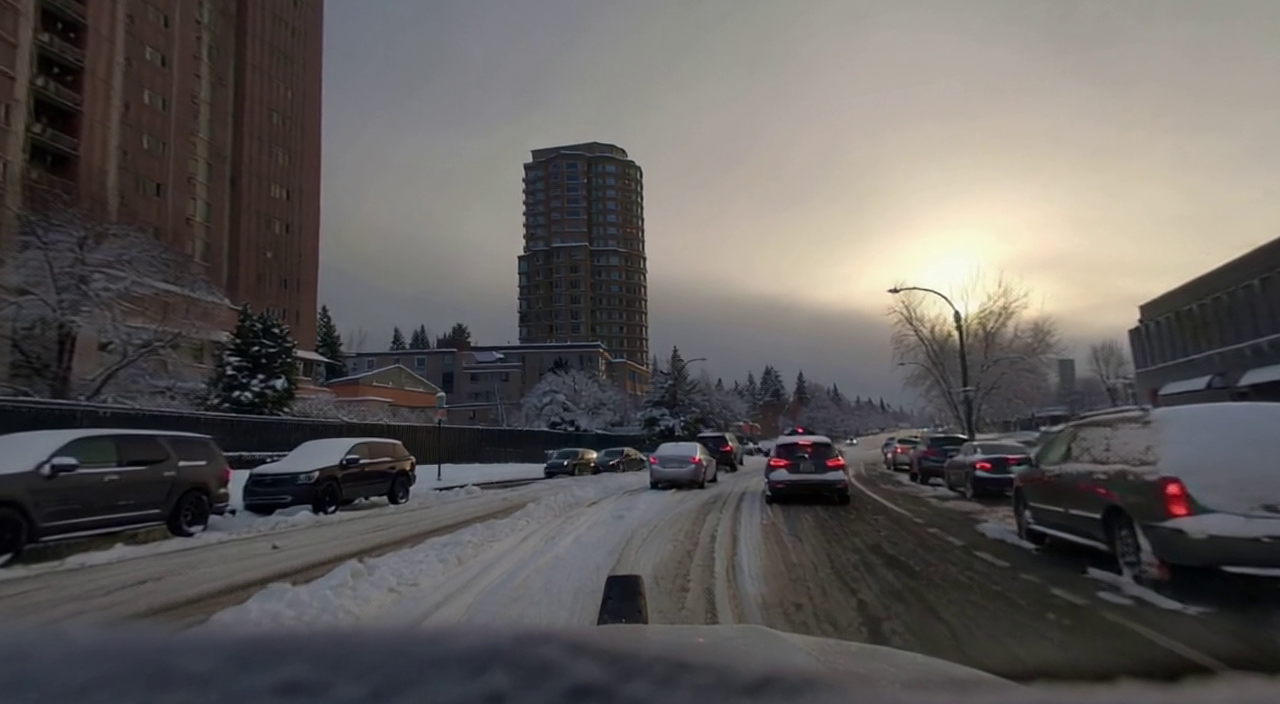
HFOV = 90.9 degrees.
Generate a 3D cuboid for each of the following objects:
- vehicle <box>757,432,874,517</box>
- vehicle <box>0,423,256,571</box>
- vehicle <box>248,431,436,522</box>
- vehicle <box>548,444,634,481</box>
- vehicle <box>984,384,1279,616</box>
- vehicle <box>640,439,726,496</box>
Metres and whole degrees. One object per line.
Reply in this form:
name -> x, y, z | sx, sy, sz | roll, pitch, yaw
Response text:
vehicle -> 3.599, 2.517, 13.544 | 1.982, 1.510, 4.144 | -2, -8, 11
vehicle -> -8.824, 2.083, 9.688 | 2.070, 1.854, 4.985 | -2, -8, 11
vehicle -> -7.427, 3.067, 16.318 | 1.934, 1.770, 4.546 | -10, -9, 11
vehicle -> -2.131, 4.975, 28.768 | 1.928, 1.503, 4.322 | -5, -9, 27
vehicle -> 5.713, 1.428, 7.046 | 2.088, 1.775, 4.454 | -3, -8, 14
vehicle -> 1.356, 3.261, 18.291 | 2.031, 1.461, 3.763 | -2, -8, 10
